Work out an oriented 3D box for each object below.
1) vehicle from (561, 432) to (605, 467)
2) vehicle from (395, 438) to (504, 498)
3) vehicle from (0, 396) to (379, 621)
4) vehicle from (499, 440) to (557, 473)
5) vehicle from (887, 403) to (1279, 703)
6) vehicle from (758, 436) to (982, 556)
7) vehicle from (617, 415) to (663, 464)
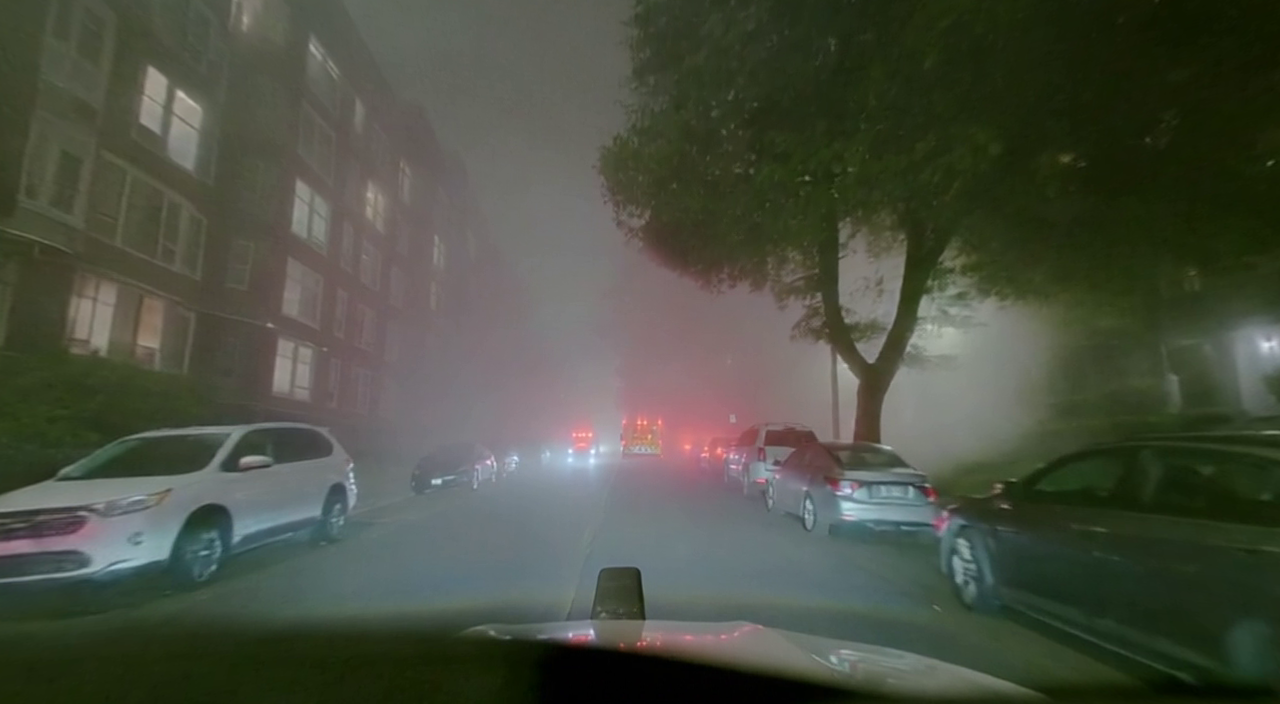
[{"bbox_3d":[-3.080,5.399,35.056,2.029,1.802,4.229,0,-8,1],"label":"vehicle"},{"bbox_3d":[-5.483,3.361,18.806,1.921,1.482,4.280,-2,-8,0],"label":"vehicle"},{"bbox_3d":[-5.344,1.617,7.720,2.131,1.821,4.976,0,-8,1],"label":"vehicle"},{"bbox_3d":[-5.394,5.083,30.998,2.047,1.471,4.647,0,-8,0],"label":"vehicle"},{"bbox_3d":[3.425,1.109,3.409,2.102,1.515,4.990,0,-8,-1],"label":"vehicle"},{"bbox_3d":[3.293,2.113,10.143,1.913,1.434,4.408,2,-8,-1],"label":"vehicle"},{"bbox_3d":[-0.123,6.028,43.442,2.754,3.008,7.730,1,-8,-3],"label":"vehicle"}]
